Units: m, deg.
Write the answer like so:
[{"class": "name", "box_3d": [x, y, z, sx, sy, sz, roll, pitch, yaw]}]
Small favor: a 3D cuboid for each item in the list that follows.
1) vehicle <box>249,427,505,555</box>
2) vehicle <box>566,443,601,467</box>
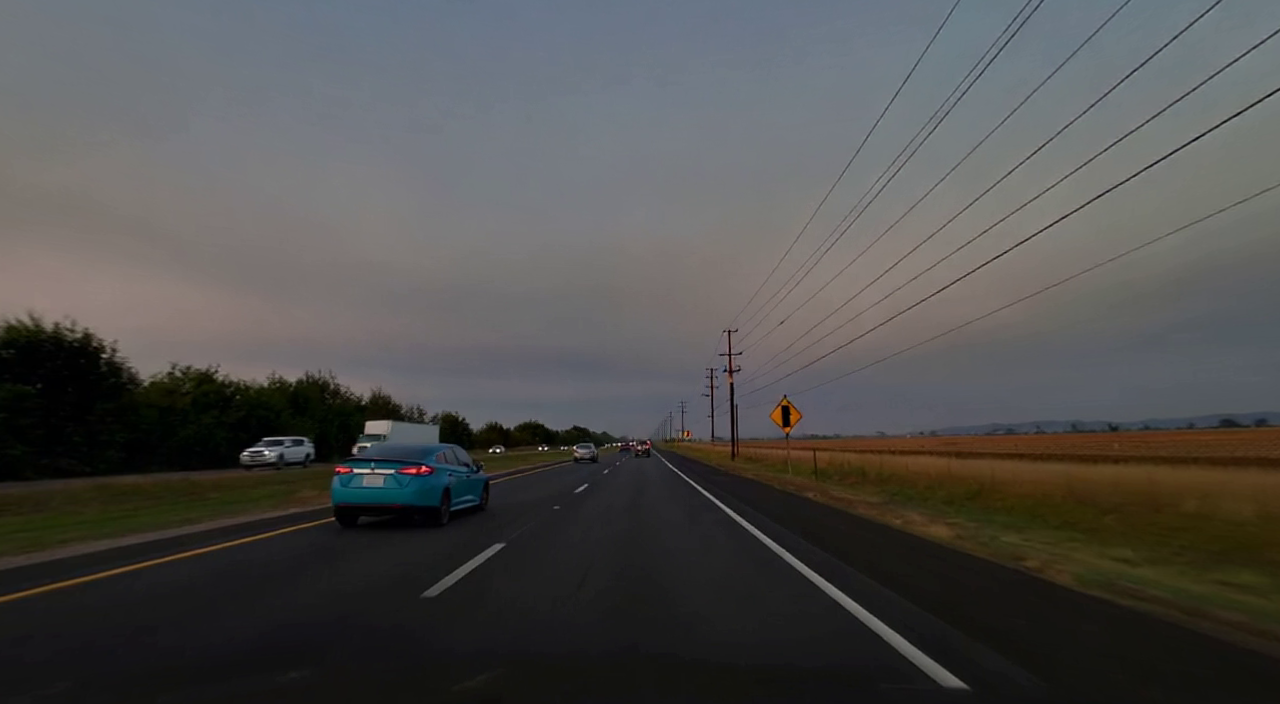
[{"class": "vehicle", "box_3d": [-3.862, 2.138, 10.462, 2.120, 1.597, 4.810, 0, -9, 1]}, {"class": "vehicle", "box_3d": [-3.803, 7.053, 43.254, 1.953, 1.517, 4.407, 0, -9, 1]}]
